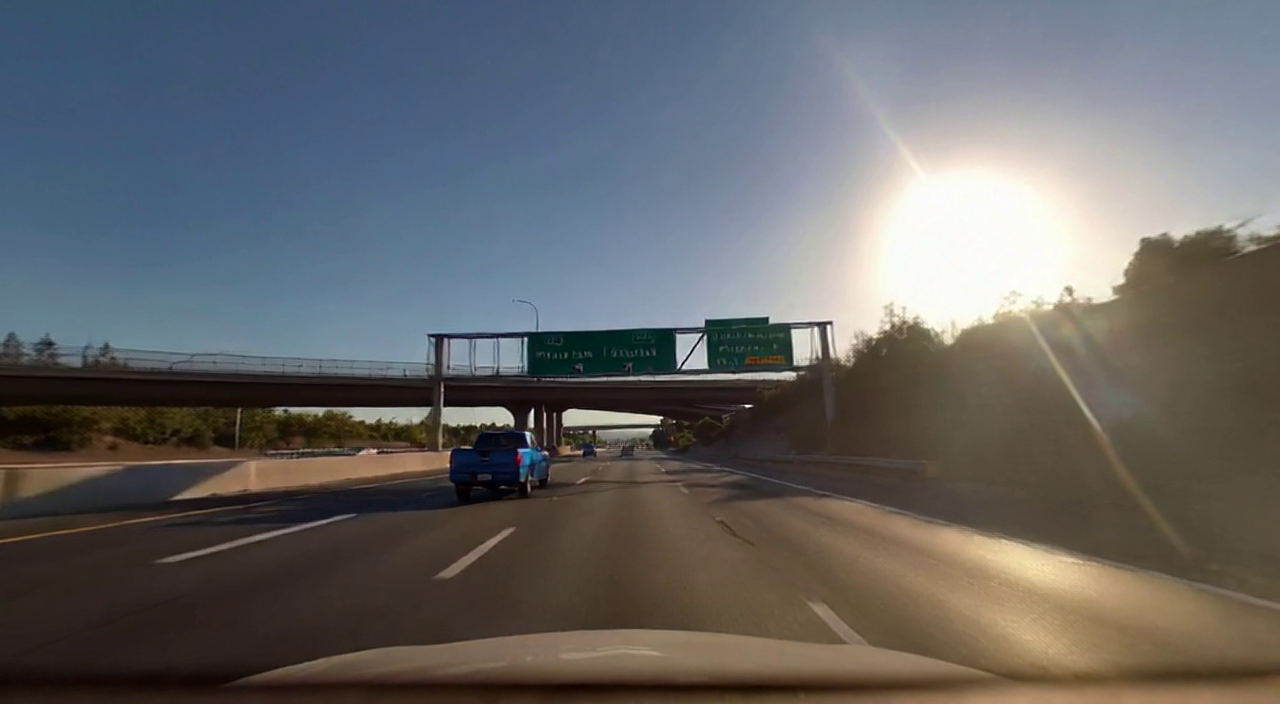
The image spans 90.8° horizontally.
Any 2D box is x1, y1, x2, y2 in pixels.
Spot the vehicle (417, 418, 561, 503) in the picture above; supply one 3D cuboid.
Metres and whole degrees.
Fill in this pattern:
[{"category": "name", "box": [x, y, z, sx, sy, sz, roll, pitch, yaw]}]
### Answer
[{"category": "vehicle", "box": [-3.978, 3.027, 18.060, 2.529, 2.003, 5.904, 0, -9, 1]}]
